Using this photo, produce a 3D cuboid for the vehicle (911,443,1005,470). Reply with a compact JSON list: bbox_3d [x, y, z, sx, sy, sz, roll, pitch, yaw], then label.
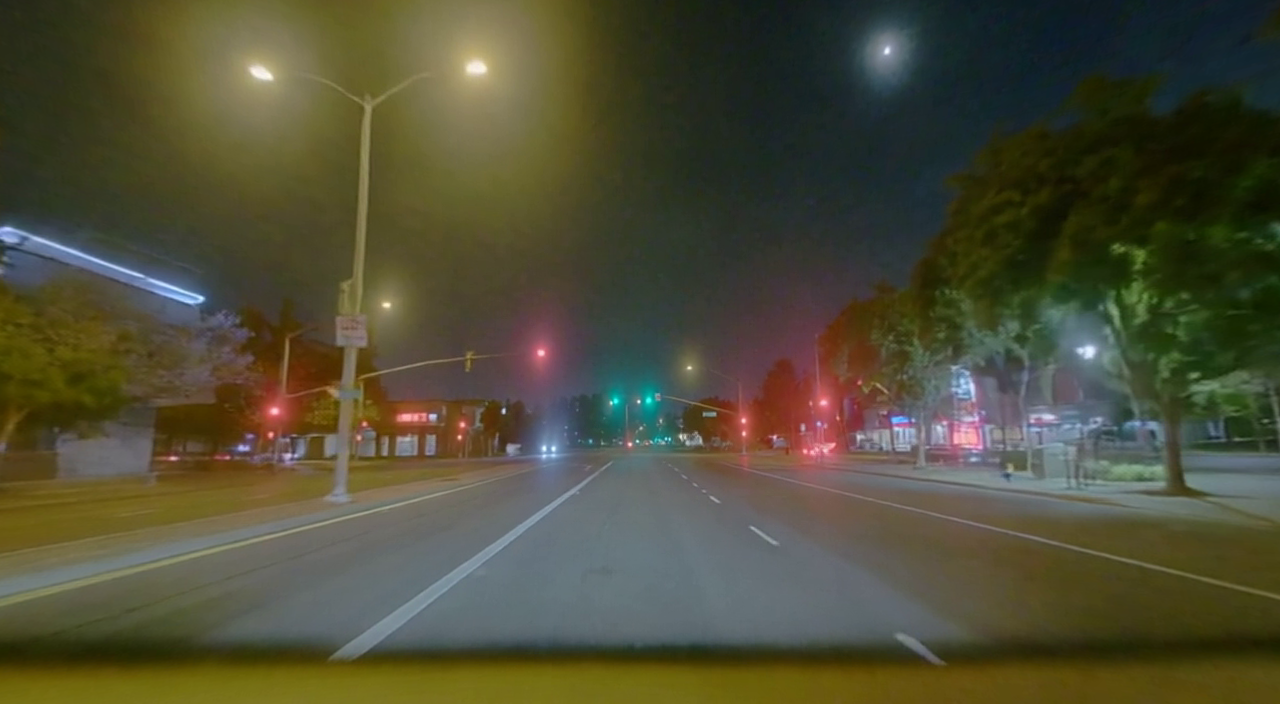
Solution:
[{"bbox_3d":[18.852,6.220,37.610,4.545,1.511,1.935,0,-9,-3],"label":"vehicle"}]
